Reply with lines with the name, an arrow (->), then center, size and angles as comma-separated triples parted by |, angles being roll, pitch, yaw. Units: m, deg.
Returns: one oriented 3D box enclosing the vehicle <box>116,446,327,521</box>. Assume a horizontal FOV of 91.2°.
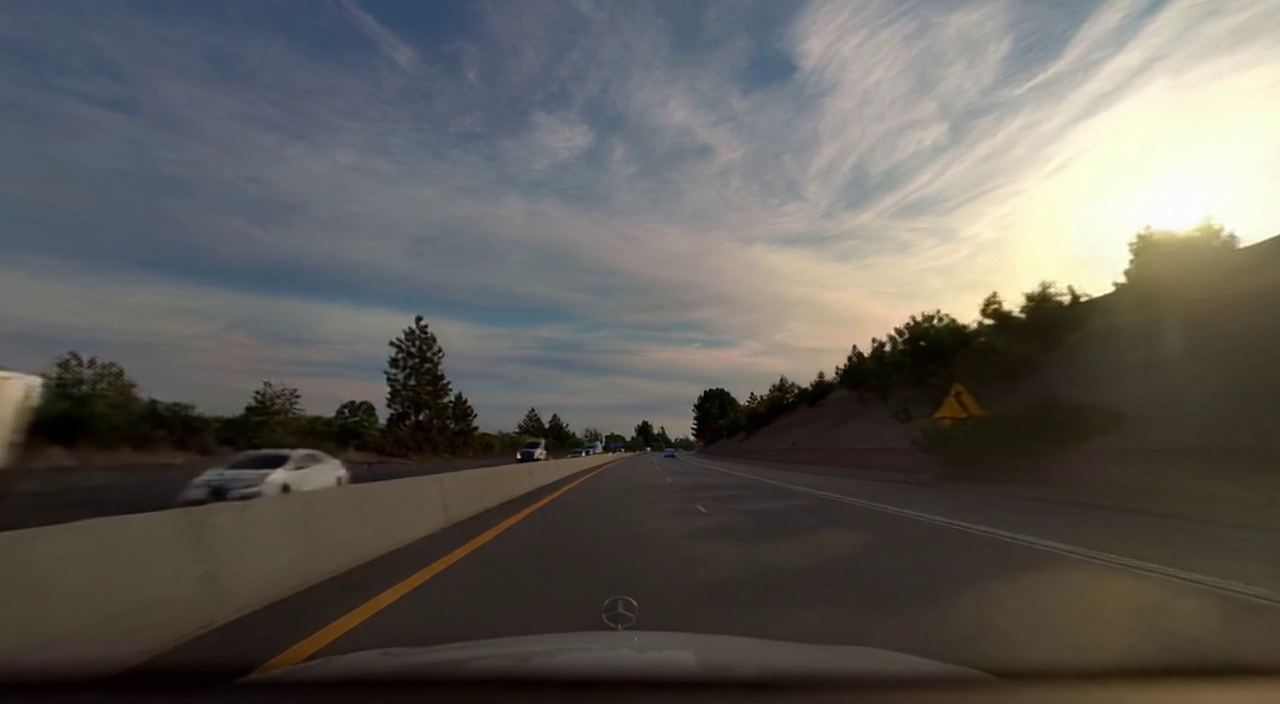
vehicle -> -9.718, 3.048, 15.136 | 2.026, 1.496, 4.495 | 0, -9, -1
